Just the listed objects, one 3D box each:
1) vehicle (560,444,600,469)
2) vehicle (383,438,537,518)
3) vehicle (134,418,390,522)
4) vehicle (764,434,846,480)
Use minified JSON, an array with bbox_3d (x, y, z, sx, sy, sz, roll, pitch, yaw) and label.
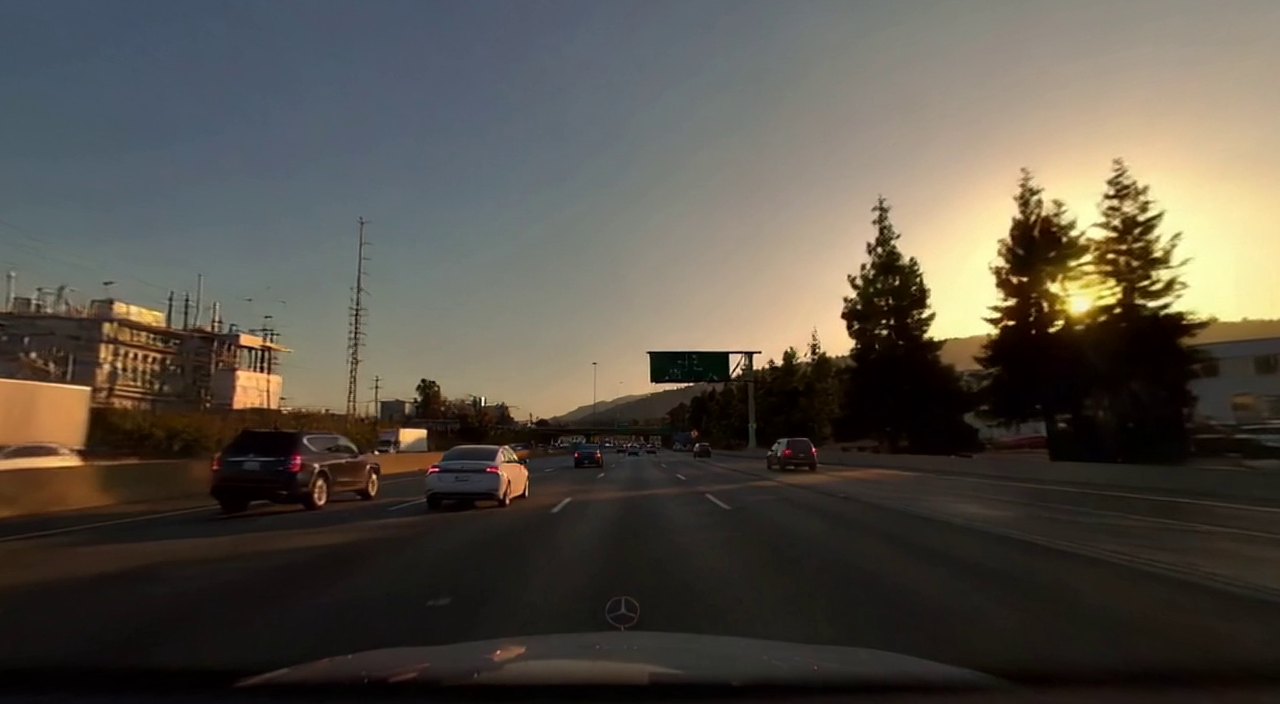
[{"bbox_3d":[-3.665,6.489,39.488,2.078,1.464,4.093,0,-9,0],"label":"vehicle"},{"bbox_3d":[-3.733,2.701,14.131,2.047,1.469,4.614,0,-9,0],"label":"vehicle"},{"bbox_3d":[-7.541,2.420,13.456,2.310,1.787,4.955,0,-9,1],"label":"vehicle"},{"bbox_3d":[6.915,4.442,27.041,2.147,1.769,4.666,0,-9,-1],"label":"vehicle"}]
